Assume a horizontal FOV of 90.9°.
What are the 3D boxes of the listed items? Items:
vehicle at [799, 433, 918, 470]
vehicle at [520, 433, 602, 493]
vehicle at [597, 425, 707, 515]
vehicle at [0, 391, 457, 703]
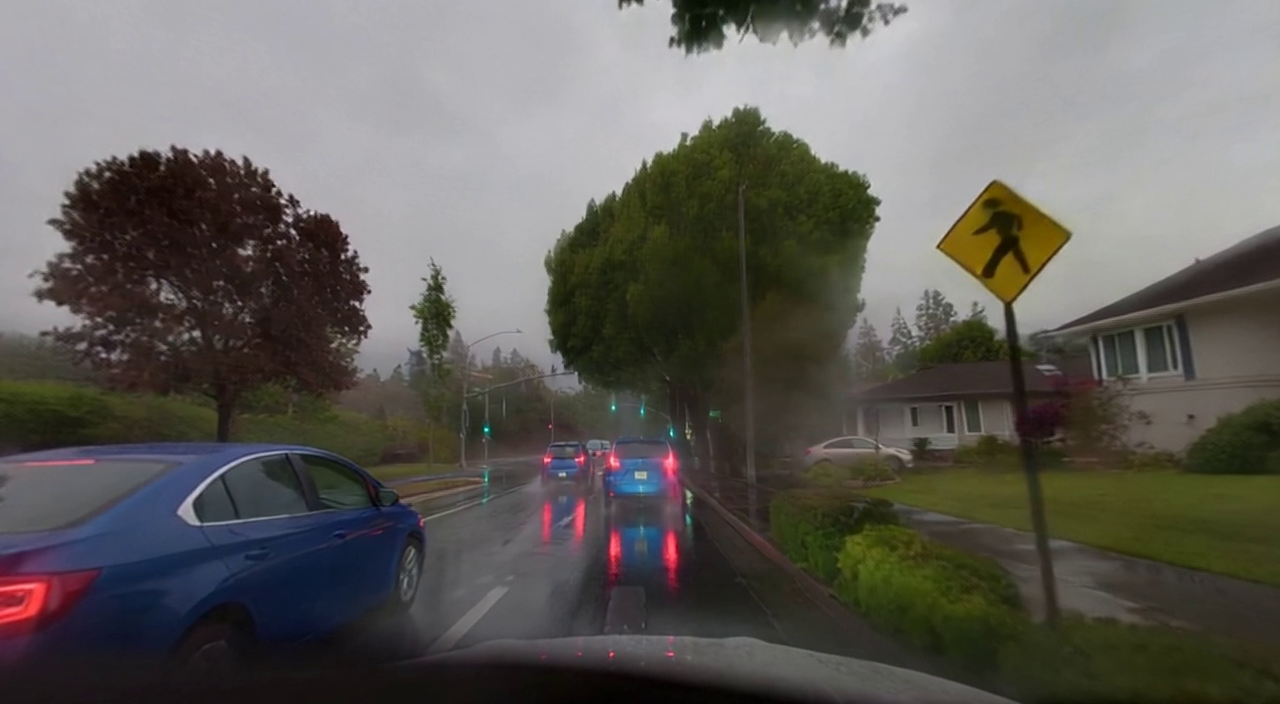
[{"bbox_3d":[9.360,4.309,27.287,4.456,1.504,1.914,0,-8,1],"label":"vehicle"},{"bbox_3d":[-2.437,3.548,20.538,2.000,1.737,4.133,0,-8,2],"label":"vehicle"},{"bbox_3d":[0.244,2.574,14.195,2.120,1.718,3.909,0,-8,0],"label":"vehicle"},{"bbox_3d":[-2.837,1.138,3.731,1.968,1.472,4.685,0,-8,2],"label":"vehicle"}]
